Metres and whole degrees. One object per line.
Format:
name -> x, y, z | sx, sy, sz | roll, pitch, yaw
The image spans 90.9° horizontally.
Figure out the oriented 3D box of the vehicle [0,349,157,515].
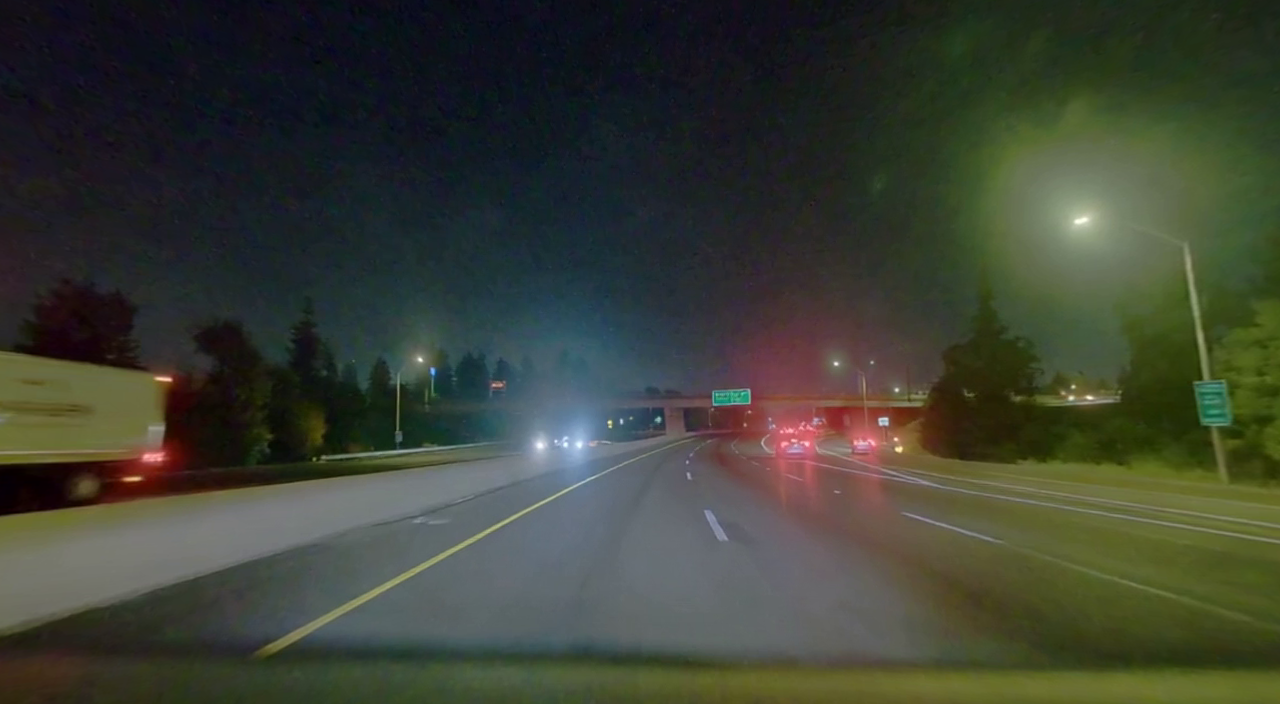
vehicle -> -17.986, 1.534, 12.695 | 2.888, 4.191, 16.532 | -1, -9, 2
